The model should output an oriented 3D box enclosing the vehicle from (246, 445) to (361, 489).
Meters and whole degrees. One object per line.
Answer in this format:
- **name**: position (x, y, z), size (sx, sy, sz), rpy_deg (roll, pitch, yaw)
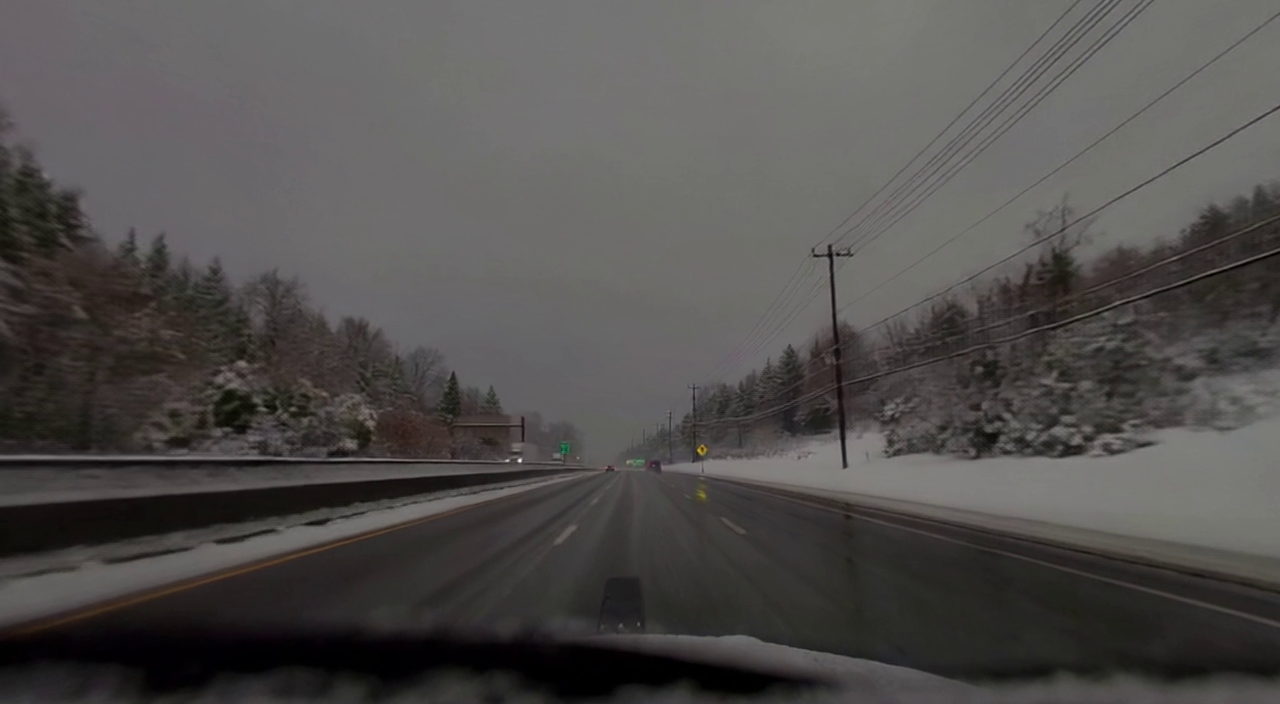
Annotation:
- **vehicle**: position (-12.672, 4.391, 24.108), size (1.971, 1.490, 4.431), rpy_deg (1, -10, -1)
